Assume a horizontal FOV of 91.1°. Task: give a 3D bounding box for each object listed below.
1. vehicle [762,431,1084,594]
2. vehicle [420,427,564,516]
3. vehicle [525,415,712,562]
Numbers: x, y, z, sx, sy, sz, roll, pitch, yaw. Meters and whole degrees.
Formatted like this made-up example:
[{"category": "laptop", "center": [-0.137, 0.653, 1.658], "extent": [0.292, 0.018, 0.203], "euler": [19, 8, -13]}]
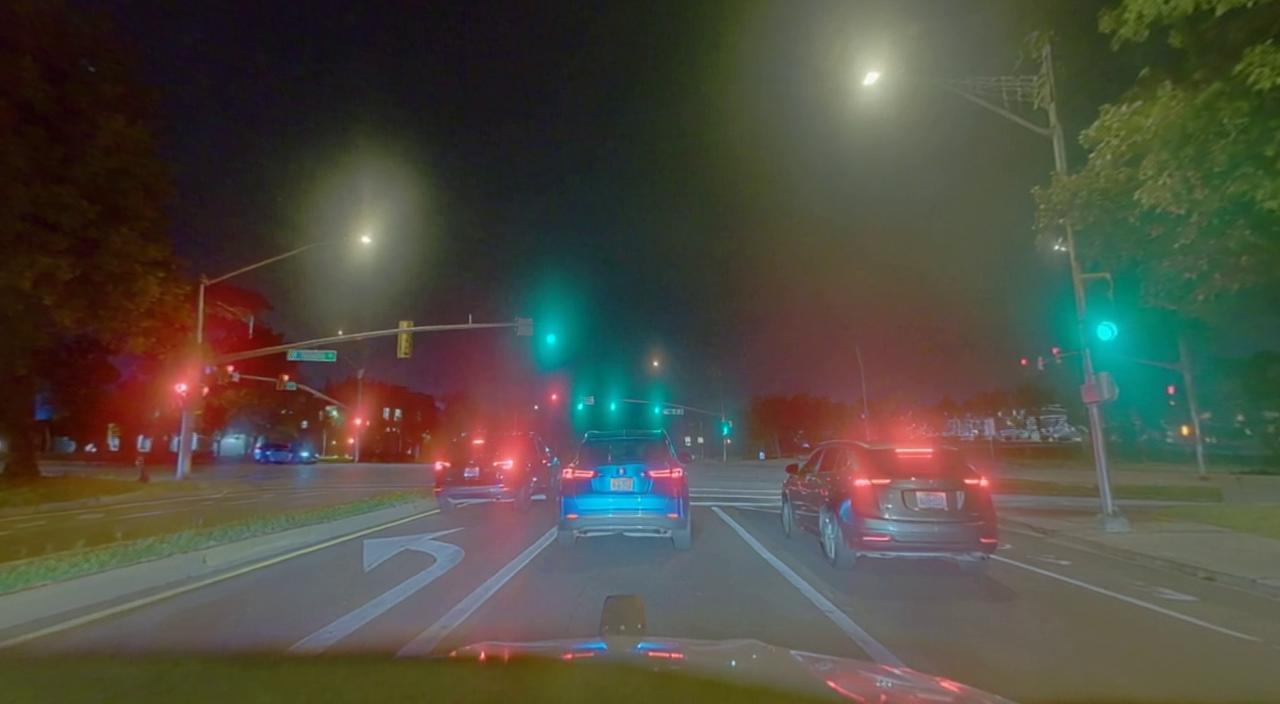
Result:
[{"category": "vehicle", "center": [3.032, 1.811, 8.064], "extent": [2.056, 1.468, 4.520], "euler": [0, -8, 1]}, {"category": "vehicle", "center": [-2.999, 2.514, 13.735], "extent": [1.987, 1.633, 4.005], "euler": [0, -9, 3]}, {"category": "vehicle", "center": [-0.229, 1.865, 9.289], "extent": [2.108, 1.654, 4.235], "euler": [0, -8, 0]}]
